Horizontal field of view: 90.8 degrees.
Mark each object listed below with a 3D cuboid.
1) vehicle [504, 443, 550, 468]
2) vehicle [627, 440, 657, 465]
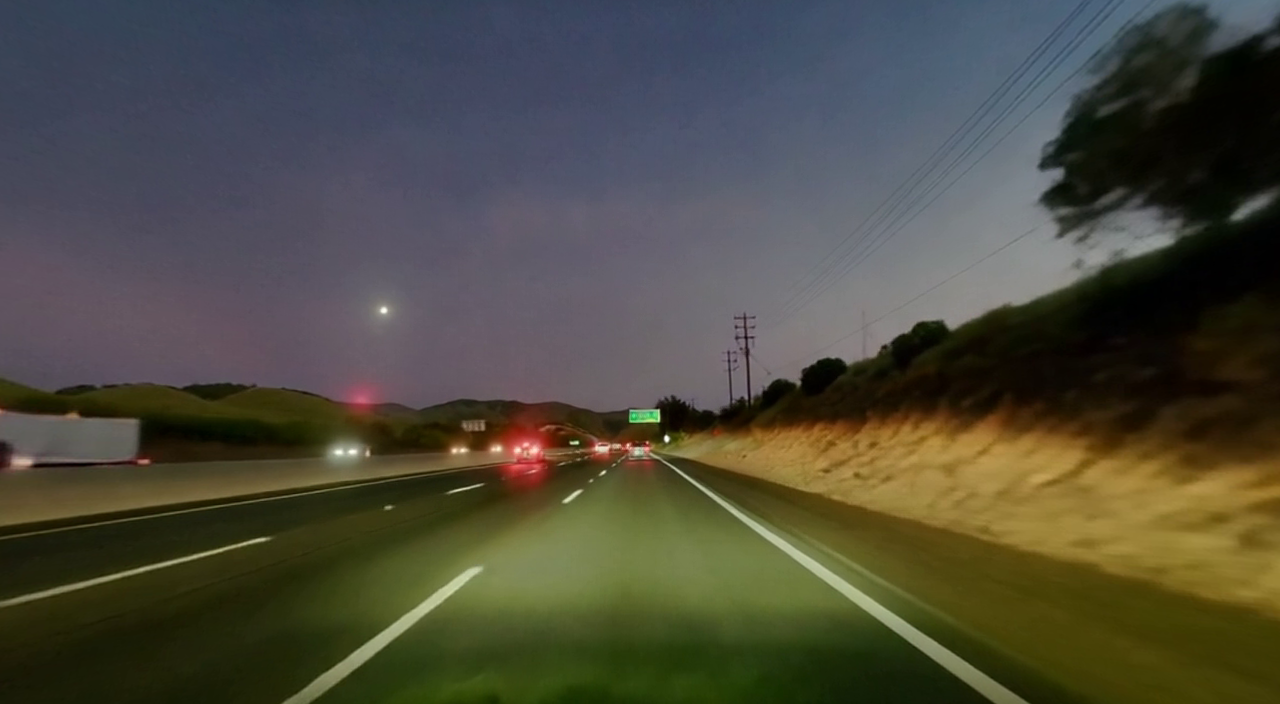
[{"bbox_3d":[-7.138,6.567,40.366,2.077,1.511,4.323,0,-8,1],"label":"vehicle"},{"bbox_3d":[0.116,7.255,45.580,2.063,1.715,4.299,0,-8,0],"label":"vehicle"}]
